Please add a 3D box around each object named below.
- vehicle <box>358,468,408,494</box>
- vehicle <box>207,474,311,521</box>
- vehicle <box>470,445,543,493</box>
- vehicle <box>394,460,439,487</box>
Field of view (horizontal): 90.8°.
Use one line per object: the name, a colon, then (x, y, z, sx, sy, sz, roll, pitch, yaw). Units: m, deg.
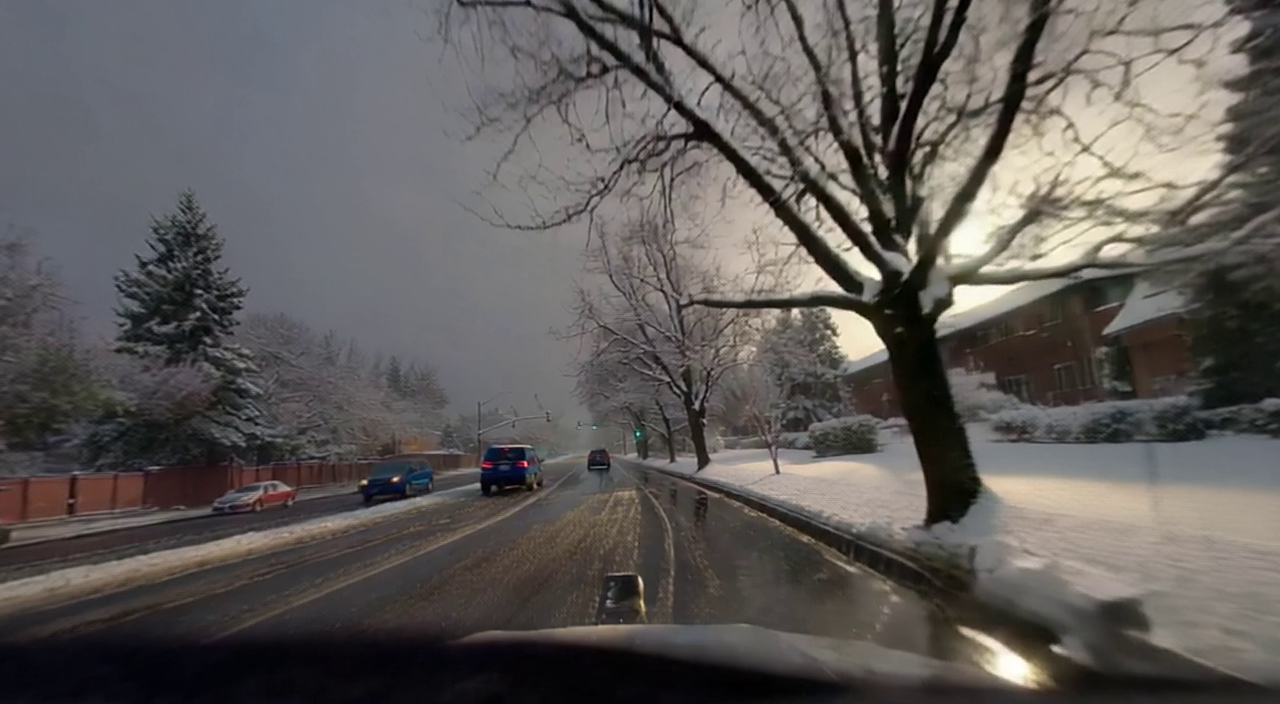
vehicle: (-17.357, 8.701, 42.903, 1.880, 1.476, 4.715, 0, -8, -6)
vehicle: (-16.287, 6.203, 27.296, 1.874, 1.392, 4.633, -6, -8, -4)
vehicle: (-5.287, 4.685, 25.696, 2.097, 1.755, 4.336, 0, -8, -1)
vehicle: (-17.532, 9.548, 49.748, 1.996, 1.886, 4.692, 0, -9, -3)
